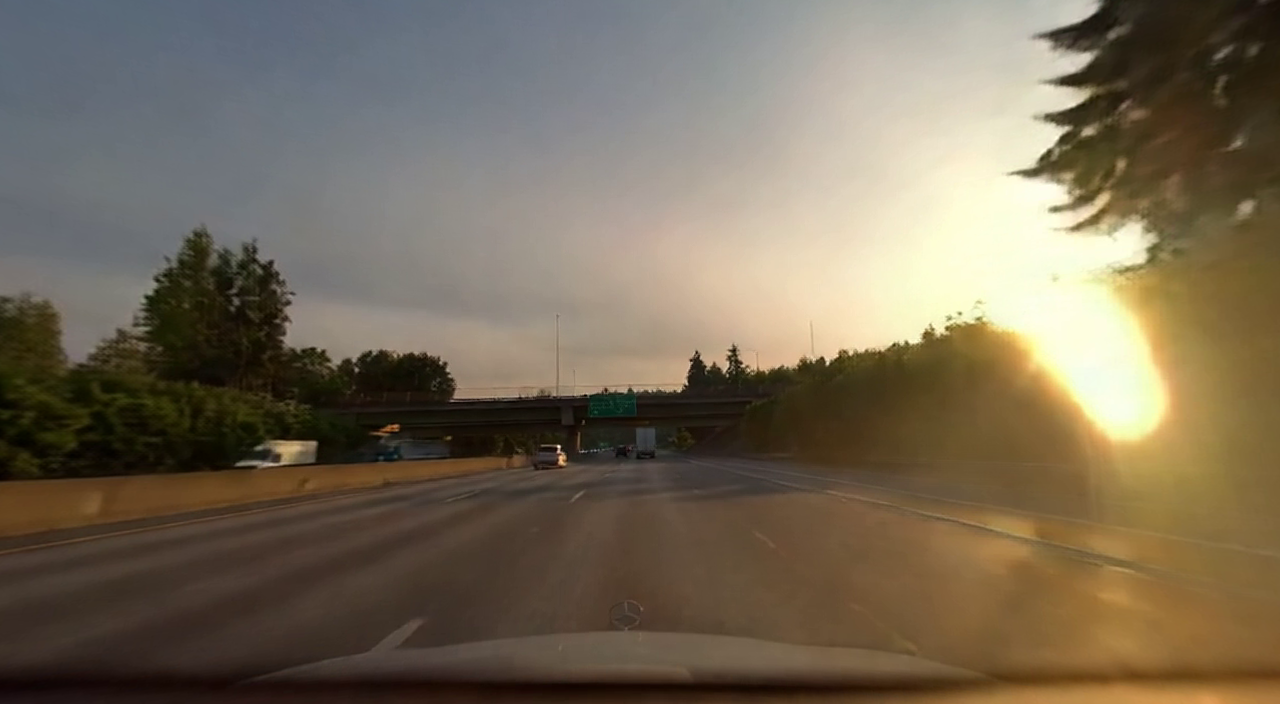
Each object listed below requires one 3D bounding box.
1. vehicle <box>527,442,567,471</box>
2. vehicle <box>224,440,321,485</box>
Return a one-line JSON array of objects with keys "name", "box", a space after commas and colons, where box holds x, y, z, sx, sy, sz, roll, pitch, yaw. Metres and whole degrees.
[{"name": "vehicle", "box": [-6.756, 7.674, 46.438, 2.195, 1.940, 5.154, 0, -9, 0]}, {"name": "vehicle", "box": [-22.566, 6.788, 39.113, 2.360, 2.500, 5.895, 0, -9, 0]}]
